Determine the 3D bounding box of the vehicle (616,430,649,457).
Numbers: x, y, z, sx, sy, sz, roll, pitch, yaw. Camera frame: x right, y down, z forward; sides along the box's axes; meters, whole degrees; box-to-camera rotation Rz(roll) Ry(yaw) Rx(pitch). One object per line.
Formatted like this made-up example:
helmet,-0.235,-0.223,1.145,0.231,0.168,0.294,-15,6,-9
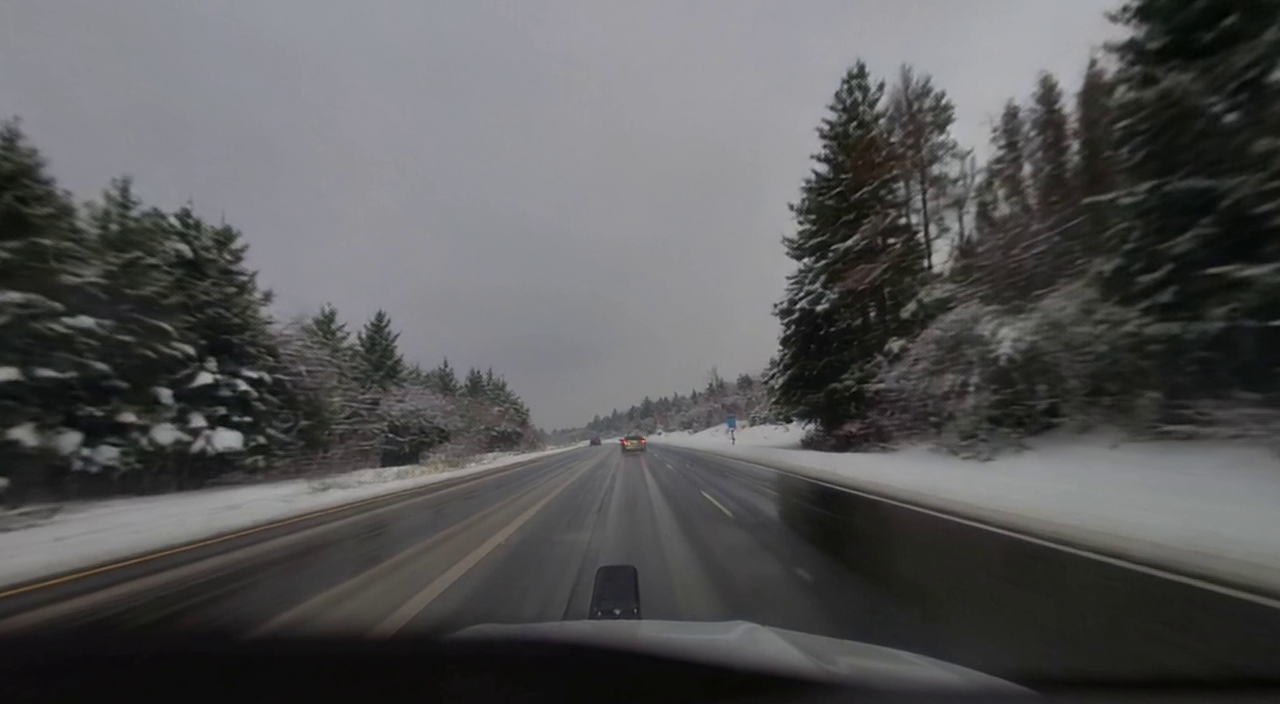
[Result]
vehicle,-0.481,5.900,40.773,2.041,1.618,3.898,0,-8,-1
